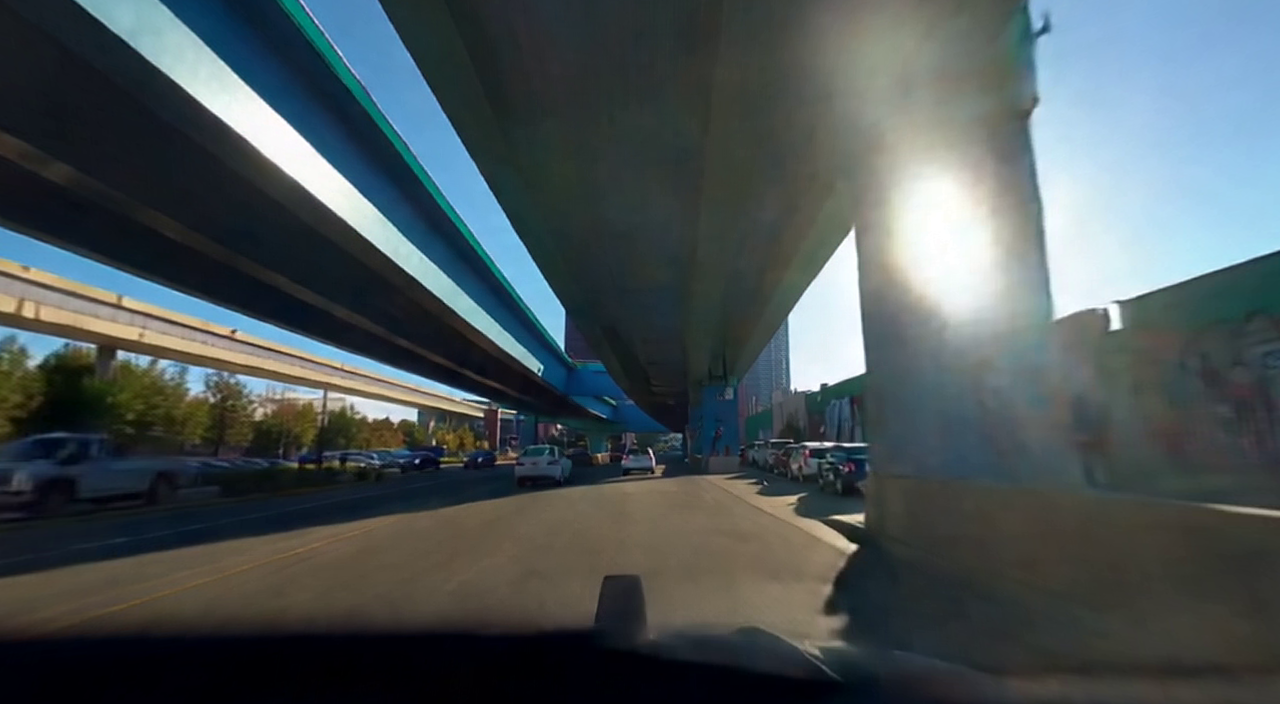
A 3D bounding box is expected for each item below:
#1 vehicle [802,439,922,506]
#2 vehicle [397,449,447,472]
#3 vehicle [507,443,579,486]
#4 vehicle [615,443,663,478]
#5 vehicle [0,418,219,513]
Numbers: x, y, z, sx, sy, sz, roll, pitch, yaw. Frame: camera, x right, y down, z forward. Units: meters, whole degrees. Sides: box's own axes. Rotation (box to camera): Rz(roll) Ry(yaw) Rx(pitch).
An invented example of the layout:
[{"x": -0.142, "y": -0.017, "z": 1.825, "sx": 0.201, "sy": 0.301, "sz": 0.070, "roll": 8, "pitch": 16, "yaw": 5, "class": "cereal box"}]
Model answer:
[{"x": 6.011, "y": 3.295, "z": 17.683, "sx": 2.023, "sy": 1.627, "sz": 3.971, "roll": 0, "pitch": -9, "yaw": 2, "class": "vehicle"}, {"x": -16.590, "y": 8.246, "z": 48.317, "sx": 2.056, "sy": 1.643, "sz": 4.362, "roll": -1, "pitch": -8, "yaw": 4, "class": "vehicle"}, {"x": -3.704, "y": 4.389, "z": 25.045, "sx": 2.024, "sy": 1.533, "sz": 4.549, "roll": 0, "pitch": -8, "yaw": 2, "class": "vehicle"}, {"x": -0.013, "y": 5.191, "z": 30.412, "sx": 2.155, "sy": 1.571, "sz": 3.734, "roll": 0, "pitch": -8, "yaw": 0, "class": "vehicle"}, {"x": -18.213, "y": 3.694, "z": 21.202, "sx": 3.082, "sy": 2.608, "sz": 6.994, "roll": 0, "pitch": -8, "yaw": 2, "class": "vehicle"}]
